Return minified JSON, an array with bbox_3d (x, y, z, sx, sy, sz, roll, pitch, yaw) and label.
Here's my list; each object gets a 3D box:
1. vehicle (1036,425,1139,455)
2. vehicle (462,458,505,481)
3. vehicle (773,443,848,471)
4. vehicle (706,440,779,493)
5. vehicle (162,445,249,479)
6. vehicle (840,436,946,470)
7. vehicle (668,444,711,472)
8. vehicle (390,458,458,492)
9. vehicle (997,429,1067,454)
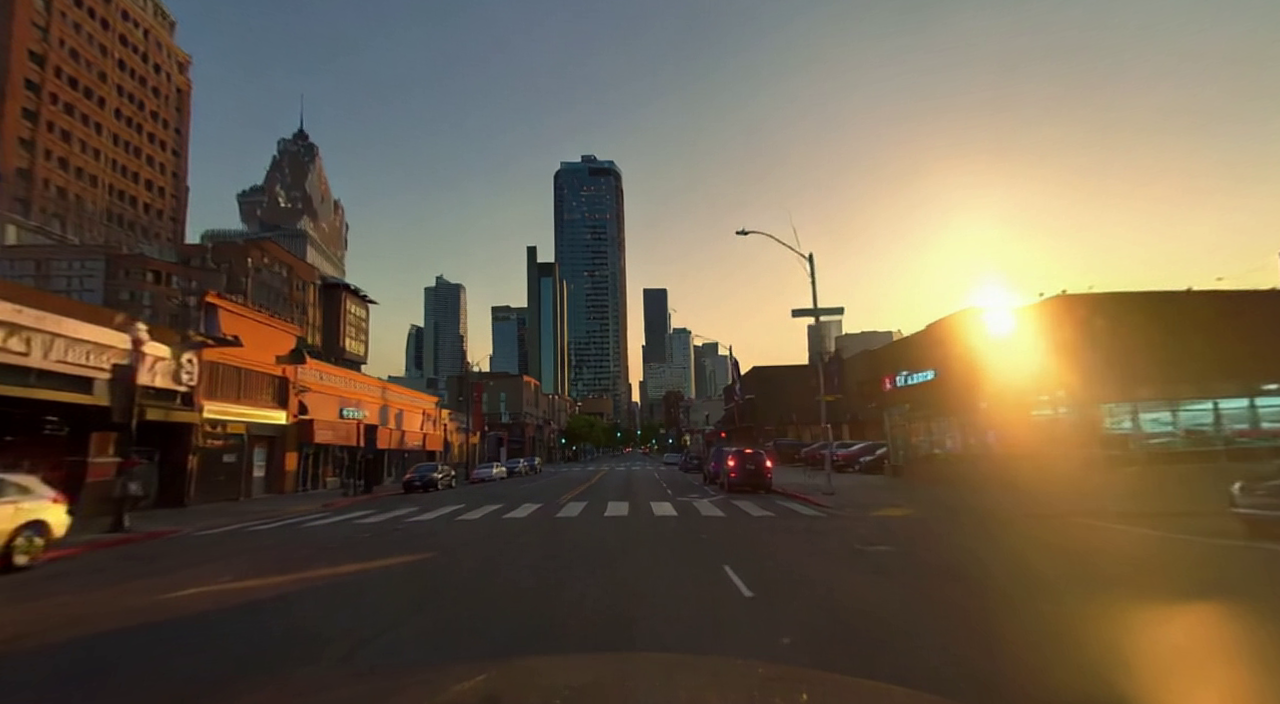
[{"bbox_3d":[27.134,5.368,38.428,4.579,1.735,2.092,0,-9,0],"label":"vehicle"},{"bbox_3d":[-10.945,8.241,44.490,1.861,1.473,4.633,0,-9,-1],"label":"vehicle"},{"bbox_3d":[10.435,6.412,38.811,4.018,1.645,1.875,1,-9,-4],"label":"vehicle"},{"bbox_3d":[3.791,4.334,24.307,2.118,1.779,5.121,0,-9,2],"label":"vehicle"},{"bbox_3d":[-22.525,5.697,32.973,1.778,1.639,4.019,0,-9,-3],"label":"vehicle"},{"bbox_3d":[13.512,5.446,33.968,4.732,1.746,2.141,0,-9,2],"label":"vehicle"},{"bbox_3d":[3.536,7.747,46.562,2.492,1.909,5.830,0,-9,-2],"label":"vehicle"},{"bbox_3d":[-10.996,6.270,32.544,2.018,1.553,4.407,0,-9,-1],"label":"vehicle"},{"bbox_3d":[26.961,6.123,43.496,3.666,1.448,1.639,-3,-6,1],"label":"vehicle"}]
